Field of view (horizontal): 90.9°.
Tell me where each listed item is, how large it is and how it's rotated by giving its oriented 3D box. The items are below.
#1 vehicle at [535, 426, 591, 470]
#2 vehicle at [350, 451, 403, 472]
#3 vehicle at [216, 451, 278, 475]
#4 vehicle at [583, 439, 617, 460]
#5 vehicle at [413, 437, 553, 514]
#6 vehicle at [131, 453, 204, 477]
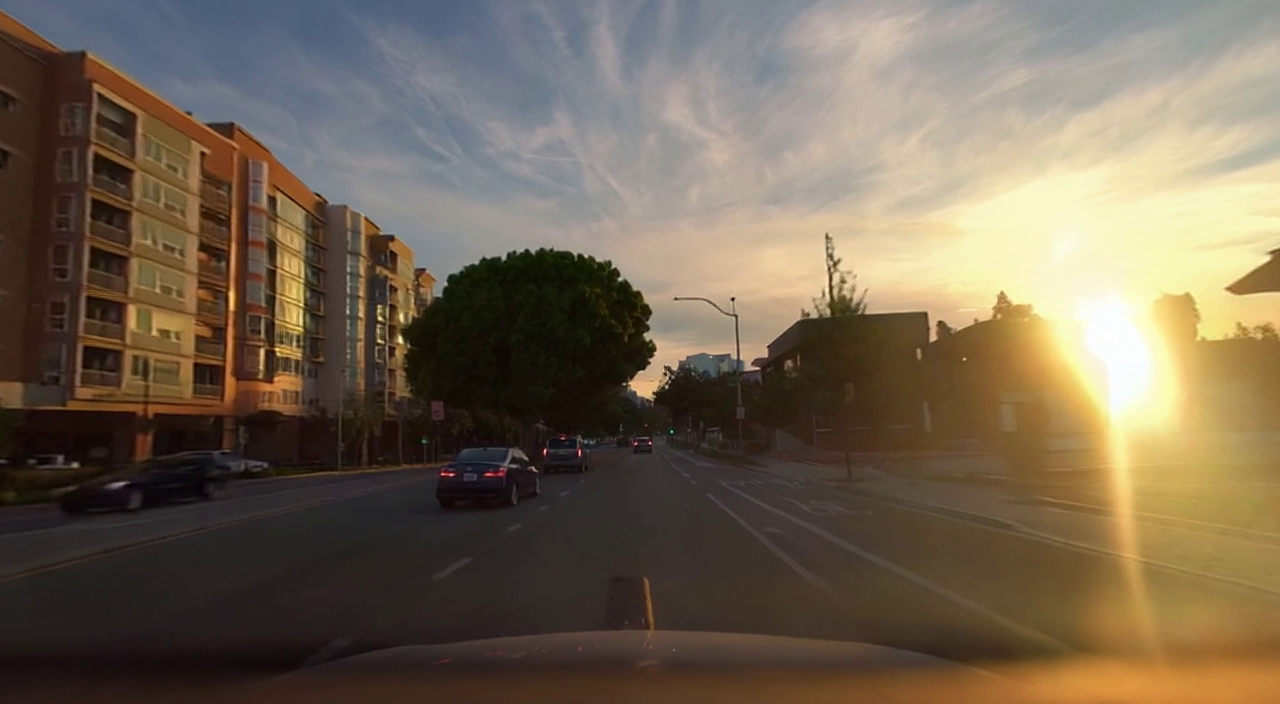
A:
[{"bbox_3d":[-3.698,4.744,31.123,2.152,1.987,4.527,0,-9,1],"label":"vehicle"},{"bbox_3d":[-19.894,8.270,47.808,1.878,1.472,4.736,0,-9,1],"label":"vehicle"},{"bbox_3d":[-28.918,8.142,46.495,1.859,1.614,4.102,0,-9,0],"label":"vehicle"},{"bbox_3d":[-3.022,7.539,48.760,2.246,1.481,4.146,0,-9,1],"label":"vehicle"},{"bbox_3d":[-3.227,2.636,13.965,1.959,1.406,4.272,0,-9,1],"label":"vehicle"},{"bbox_3d":[-34.533,8.277,46.203,1.868,1.591,4.503,0,-9,0],"label":"vehicle"}]
